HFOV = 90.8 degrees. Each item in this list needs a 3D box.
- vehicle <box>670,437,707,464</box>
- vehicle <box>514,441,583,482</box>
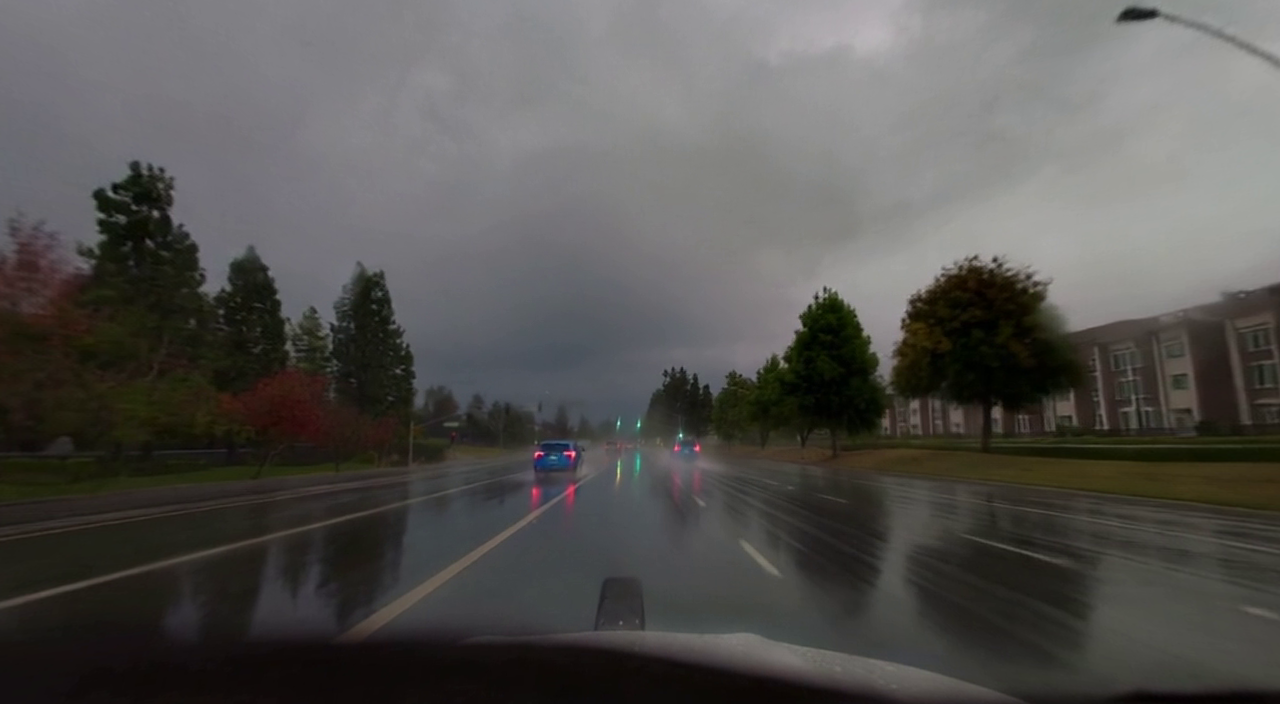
[{"bbox_3d":[3.222,6.646,42.562,2.072,1.696,4.177,0,-8,-1],"label":"vehicle"},{"bbox_3d":[-3.579,4.365,25.514,2.112,1.471,4.212,0,-8,1],"label":"vehicle"}]
